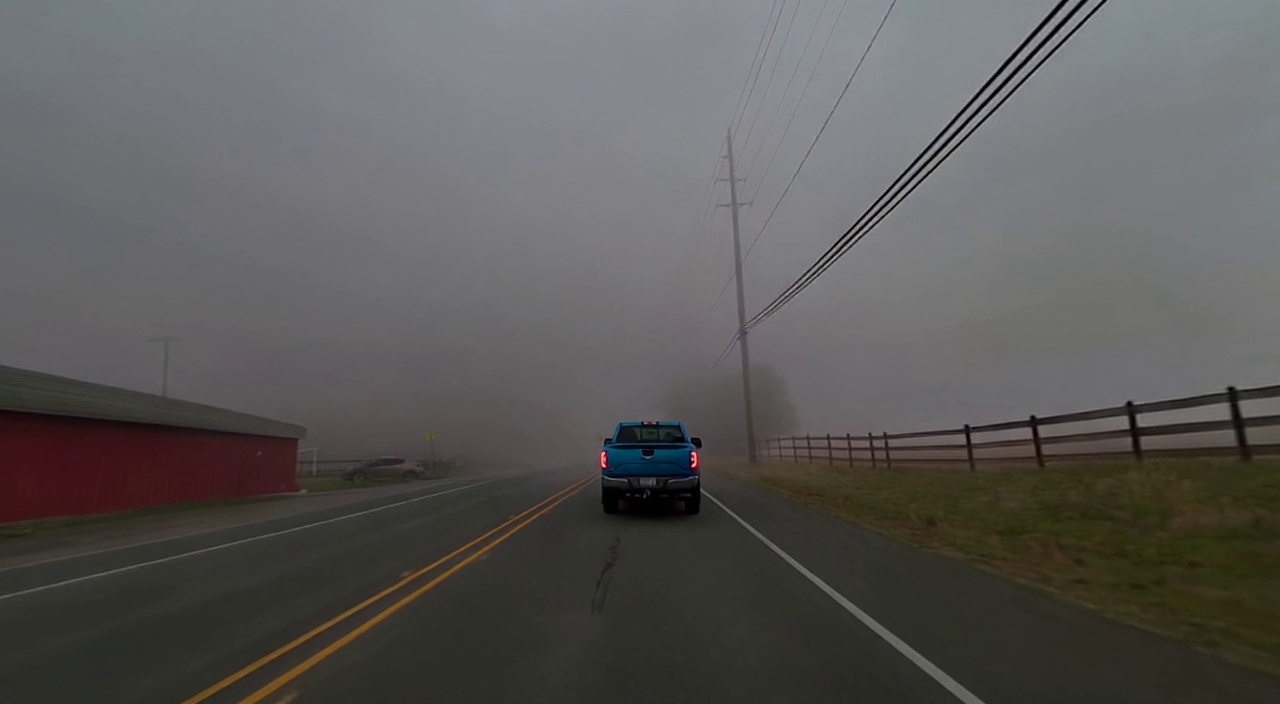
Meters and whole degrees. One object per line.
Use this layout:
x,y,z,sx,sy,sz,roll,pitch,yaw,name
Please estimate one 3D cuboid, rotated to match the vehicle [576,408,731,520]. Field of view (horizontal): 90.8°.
0.207,2.429,14.296,2.693,1.941,6.356,0,-8,-1,vehicle
